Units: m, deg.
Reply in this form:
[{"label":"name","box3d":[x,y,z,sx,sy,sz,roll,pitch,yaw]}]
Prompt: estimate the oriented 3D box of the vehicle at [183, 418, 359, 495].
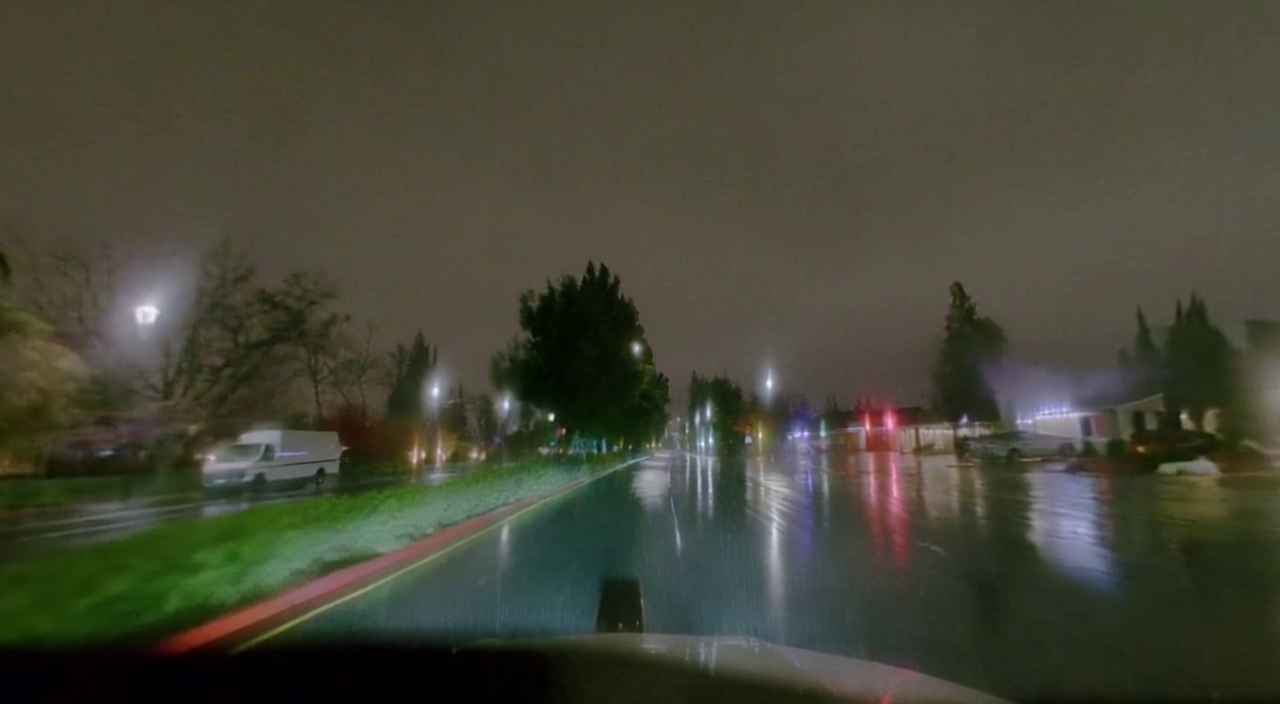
[{"label":"vehicle","box3d":[-19.027,5.481,33.637,2.898,3.487,9.955,0,-9,3]}]
